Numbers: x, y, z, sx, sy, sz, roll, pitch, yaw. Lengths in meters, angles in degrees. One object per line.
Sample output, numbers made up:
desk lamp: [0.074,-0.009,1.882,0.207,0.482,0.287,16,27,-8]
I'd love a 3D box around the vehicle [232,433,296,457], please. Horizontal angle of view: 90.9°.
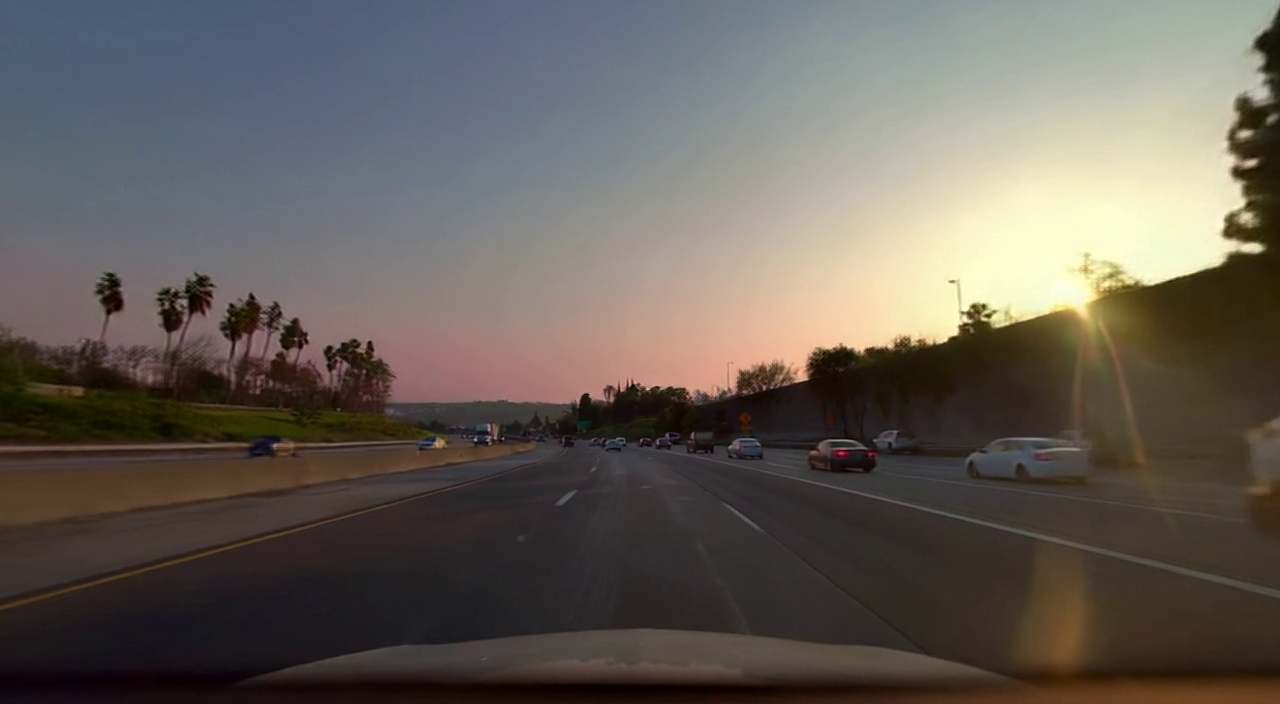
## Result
vehicle: [-25.243,6.287,42.461,1.885,1.524,3.883,0,-8,0]

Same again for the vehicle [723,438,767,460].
vehicle: [7.473,6.964,45.358,2.080,1.457,4.404,1,-8,-5]

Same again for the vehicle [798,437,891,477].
vehicle: [8.191,4.249,25.824,2.092,1.478,4.647,0,-8,-2]

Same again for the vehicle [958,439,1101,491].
vehicle: [13.050,3.779,21.554,1.903,1.571,4.455,0,-8,-2]
